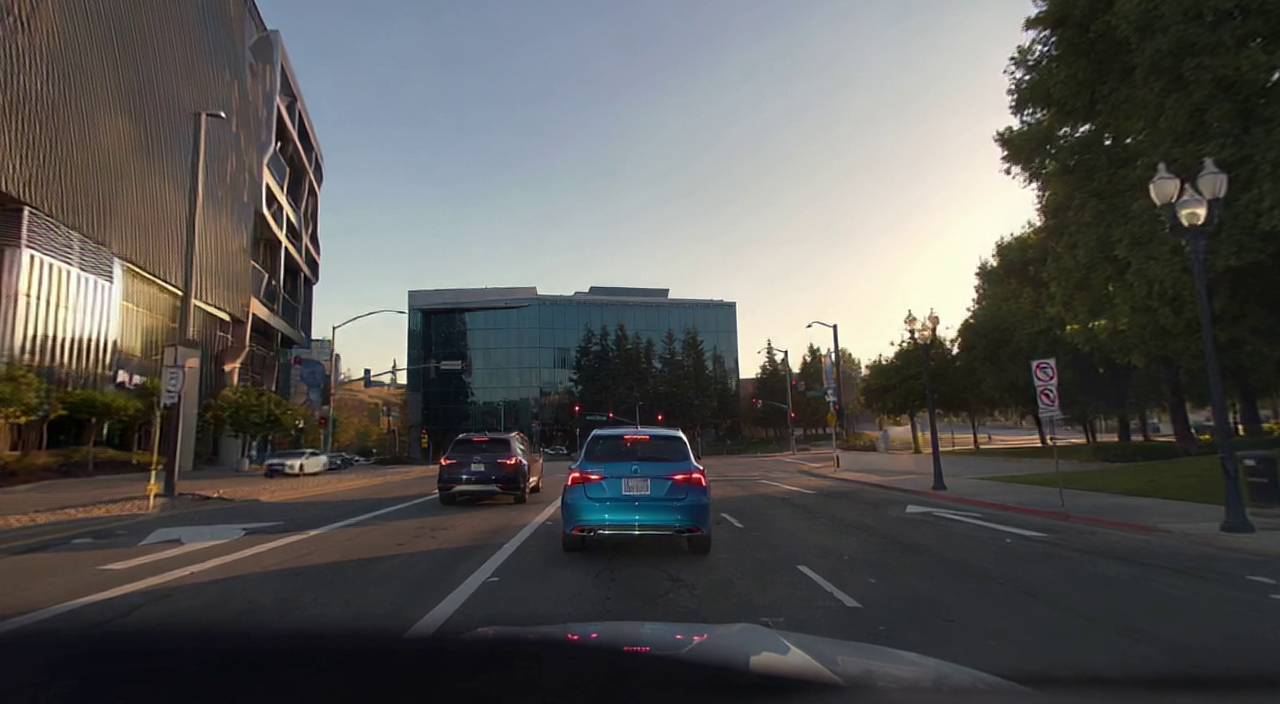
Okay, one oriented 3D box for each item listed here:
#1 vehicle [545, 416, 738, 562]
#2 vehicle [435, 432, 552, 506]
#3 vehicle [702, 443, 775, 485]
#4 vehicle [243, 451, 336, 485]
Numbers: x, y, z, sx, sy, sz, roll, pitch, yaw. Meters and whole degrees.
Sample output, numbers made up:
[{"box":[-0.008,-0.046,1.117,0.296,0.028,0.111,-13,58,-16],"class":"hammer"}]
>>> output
[{"box":[-0.002,1.880,9.400,2.207,1.659,4.155,0,-8,0],"class":"vehicle"},{"box":[-3.644,2.981,16.573,2.068,1.678,4.199,0,-8,0],"class":"vehicle"},{"box":[3.680,4.255,24.450,2.082,1.445,4.426,0,-8,0],"class":"vehicle"},{"box":[-16.591,5.478,30.177,1.826,1.422,4.490,0,-8,0],"class":"vehicle"}]
